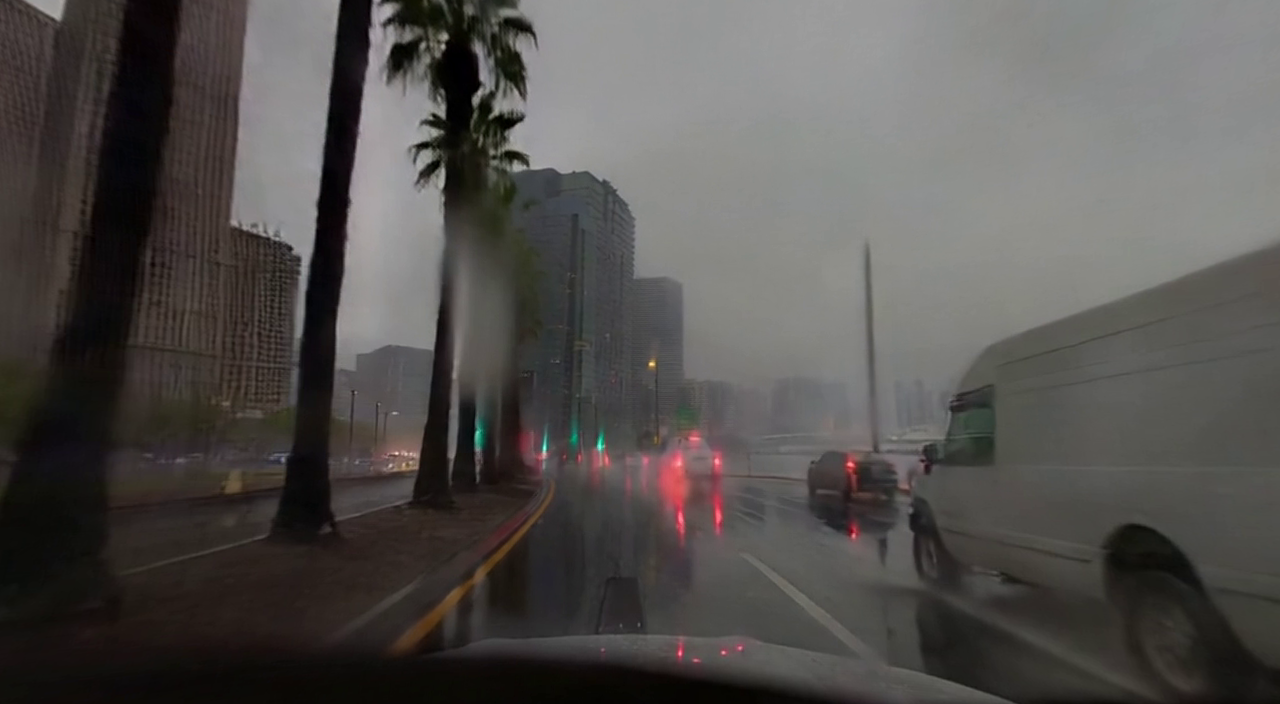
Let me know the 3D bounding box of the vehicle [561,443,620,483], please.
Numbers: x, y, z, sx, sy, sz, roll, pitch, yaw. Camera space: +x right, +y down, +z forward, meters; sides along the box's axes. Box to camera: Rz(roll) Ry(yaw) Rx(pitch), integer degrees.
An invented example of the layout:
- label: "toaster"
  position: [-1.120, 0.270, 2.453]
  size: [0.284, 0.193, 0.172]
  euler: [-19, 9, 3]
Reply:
- label: "vehicle"
  position: [-2.333, 4.969, 28.639]
  size: [2.332, 1.625, 4.933]
  euler: [1, -9, -8]

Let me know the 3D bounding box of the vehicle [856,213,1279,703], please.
- label: "vehicle"
  position: [3.531, 0.802, 3.836]
  size: [2.434, 2.171, 5.098]
  euler: [0, -9, -2]

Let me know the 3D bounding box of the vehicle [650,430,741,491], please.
- label: "vehicle"
  position: [1.866, 3.962, 23.455]
  size: [2.407, 1.991, 5.130]
  euler: [1, -9, -6]
